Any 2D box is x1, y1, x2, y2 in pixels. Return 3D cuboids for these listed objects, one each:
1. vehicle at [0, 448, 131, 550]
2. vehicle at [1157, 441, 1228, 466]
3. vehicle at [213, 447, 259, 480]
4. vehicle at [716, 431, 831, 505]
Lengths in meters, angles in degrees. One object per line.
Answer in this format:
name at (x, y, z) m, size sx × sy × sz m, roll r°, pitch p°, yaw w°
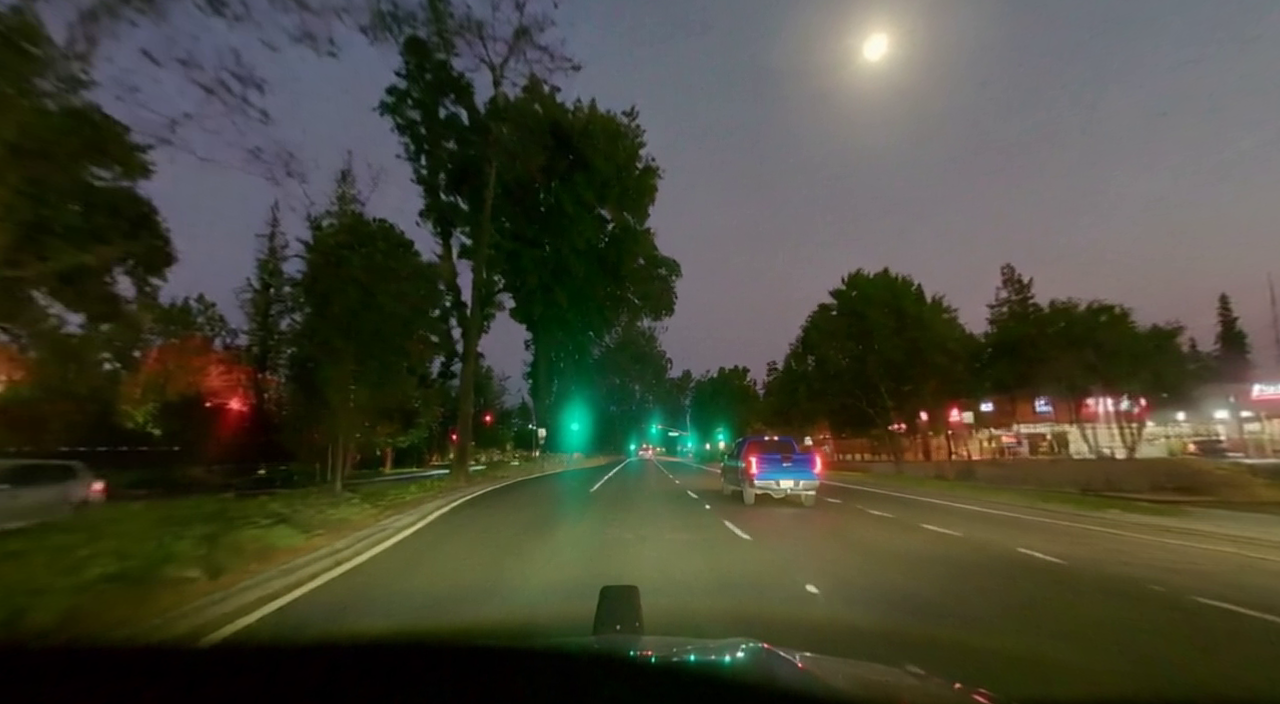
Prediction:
vehicle at (-12.564, 2.704, 11.751) m, size 2.126 × 1.800 × 4.925 m, roll 0°, pitch -9°, yaw -2°
vehicle at (38.517, 7.094, 44.189) m, size 1.992 × 1.630 × 4.326 m, roll -2°, pitch -9°, yaw 16°
vehicle at (-30.478, 8.422, 47.740) m, size 2.165 × 2.265 × 2.041 m, roll -2°, pitch -10°, yaw -7°
vehicle at (3.696, 3.331, 18.642) m, size 2.138 × 1.836 × 5.245 m, roll 0°, pitch -9°, yaw -1°
